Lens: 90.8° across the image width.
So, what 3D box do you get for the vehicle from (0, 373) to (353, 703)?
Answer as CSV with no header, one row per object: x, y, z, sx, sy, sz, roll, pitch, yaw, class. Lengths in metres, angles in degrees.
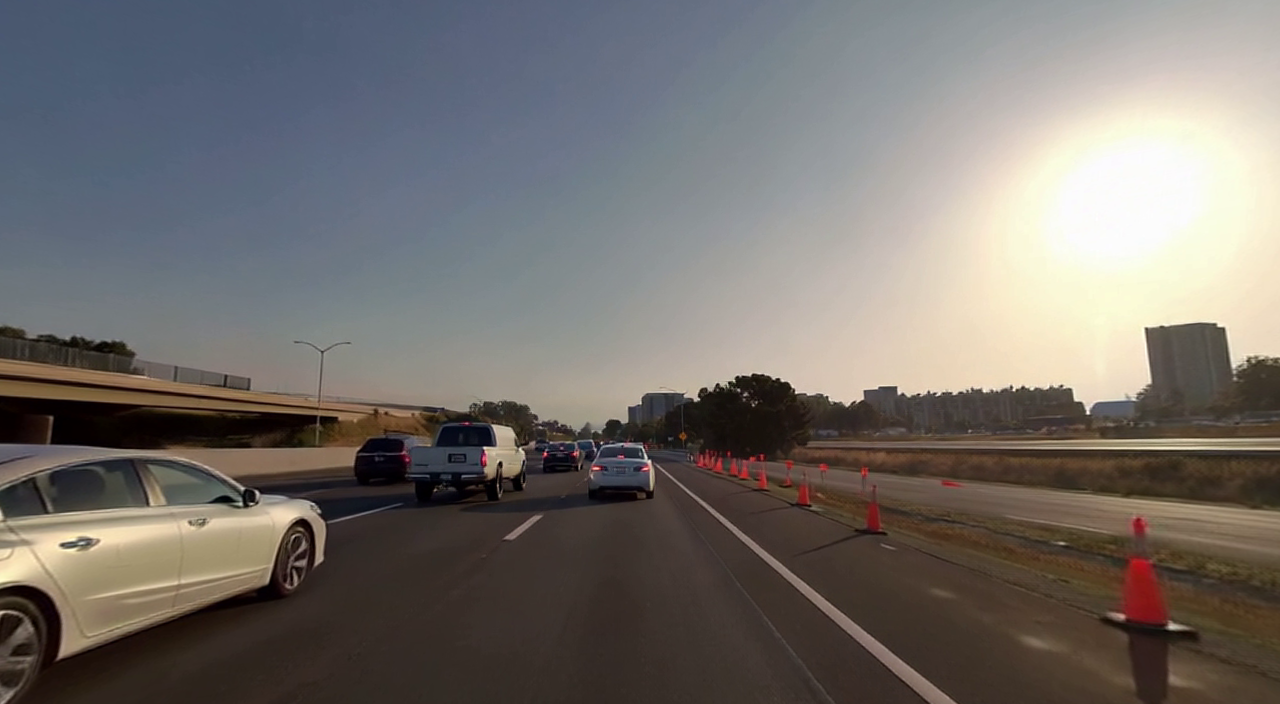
-3.859,1.066,3.887,2.041,1.604,4.384,0,-9,1,vehicle

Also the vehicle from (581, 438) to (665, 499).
-0.462,3.171,17.627,2.069,1.484,3.918,0,-9,-1,vehicle

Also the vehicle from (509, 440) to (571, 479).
-3.993,4.349,25.832,1.824,1.459,4.007,0,-9,0,vehicle

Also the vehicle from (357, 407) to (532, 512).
-4.284,2.514,15.162,2.324,2.012,5.740,0,-9,0,vehicle
